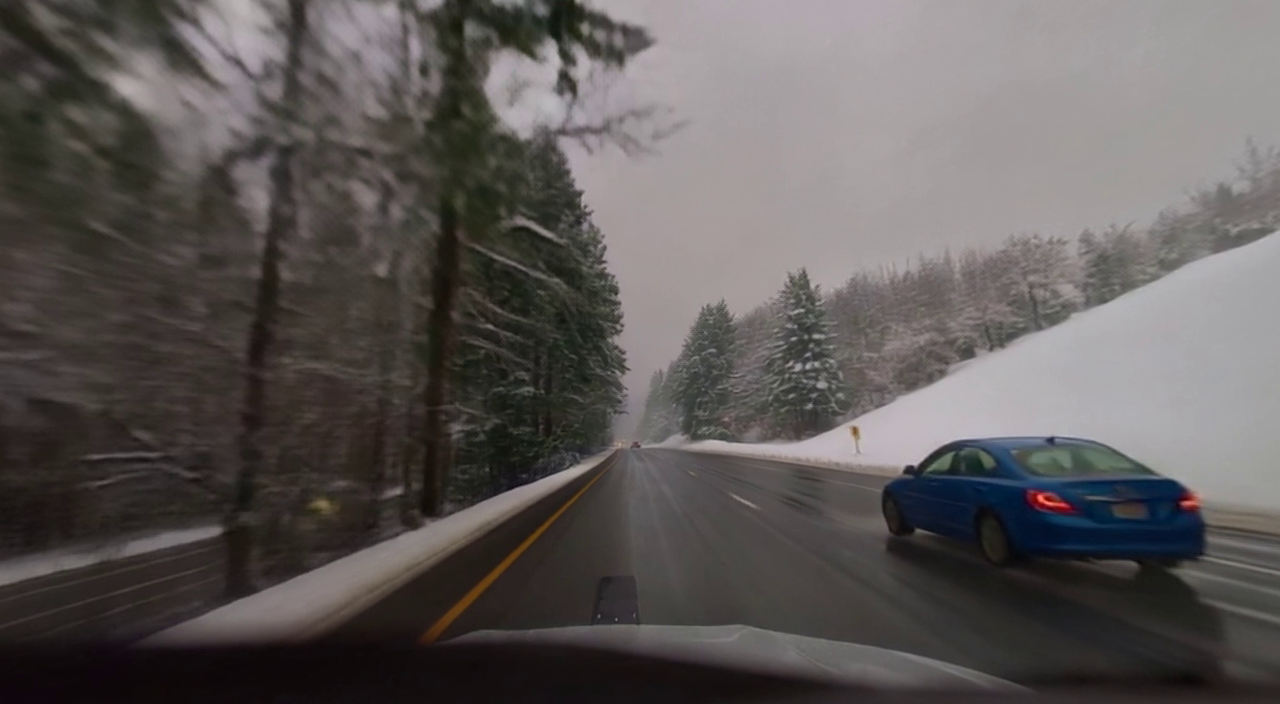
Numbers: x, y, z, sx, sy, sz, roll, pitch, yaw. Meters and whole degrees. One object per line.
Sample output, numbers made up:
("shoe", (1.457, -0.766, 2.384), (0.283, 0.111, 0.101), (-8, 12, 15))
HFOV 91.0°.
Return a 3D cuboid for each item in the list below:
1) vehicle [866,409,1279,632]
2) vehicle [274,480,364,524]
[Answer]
("vehicle", (4.297, 1.500, 6.768), (1.905, 1.525, 4.719), (0, -8, -1))
("vehicle", (-16.852, 7.886, 33.436), (2.033, 1.760, 5.399), (0, -8, -1))
